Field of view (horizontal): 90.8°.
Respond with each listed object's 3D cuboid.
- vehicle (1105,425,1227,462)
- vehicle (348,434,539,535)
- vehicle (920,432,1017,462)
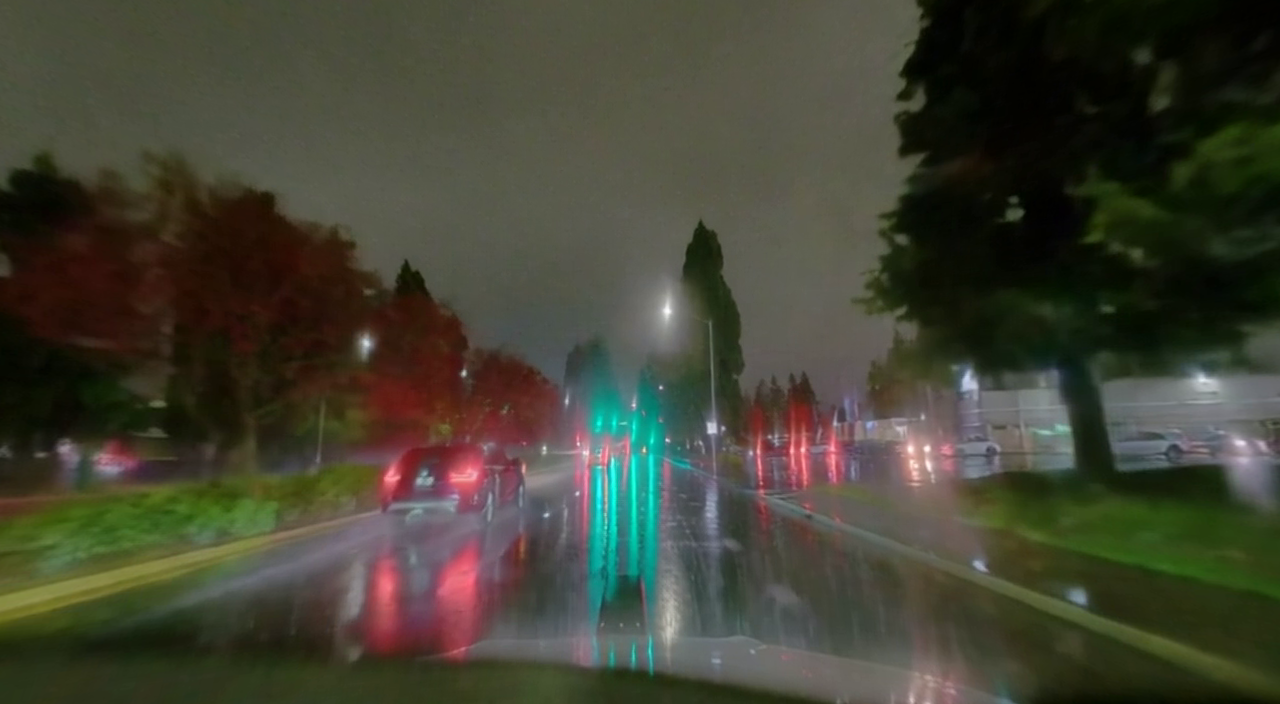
[{"bbox_3d":[27.187,4.783,32.927,1.837,1.720,4.764,1,-9,-7],"label":"vehicle"},{"bbox_3d":[-3.358,2.373,12.017,2.011,1.498,4.914,0,-9,1],"label":"vehicle"},{"bbox_3d":[19.308,5.621,37.241,4.465,1.587,2.178,0,-11,-7],"label":"vehicle"}]
